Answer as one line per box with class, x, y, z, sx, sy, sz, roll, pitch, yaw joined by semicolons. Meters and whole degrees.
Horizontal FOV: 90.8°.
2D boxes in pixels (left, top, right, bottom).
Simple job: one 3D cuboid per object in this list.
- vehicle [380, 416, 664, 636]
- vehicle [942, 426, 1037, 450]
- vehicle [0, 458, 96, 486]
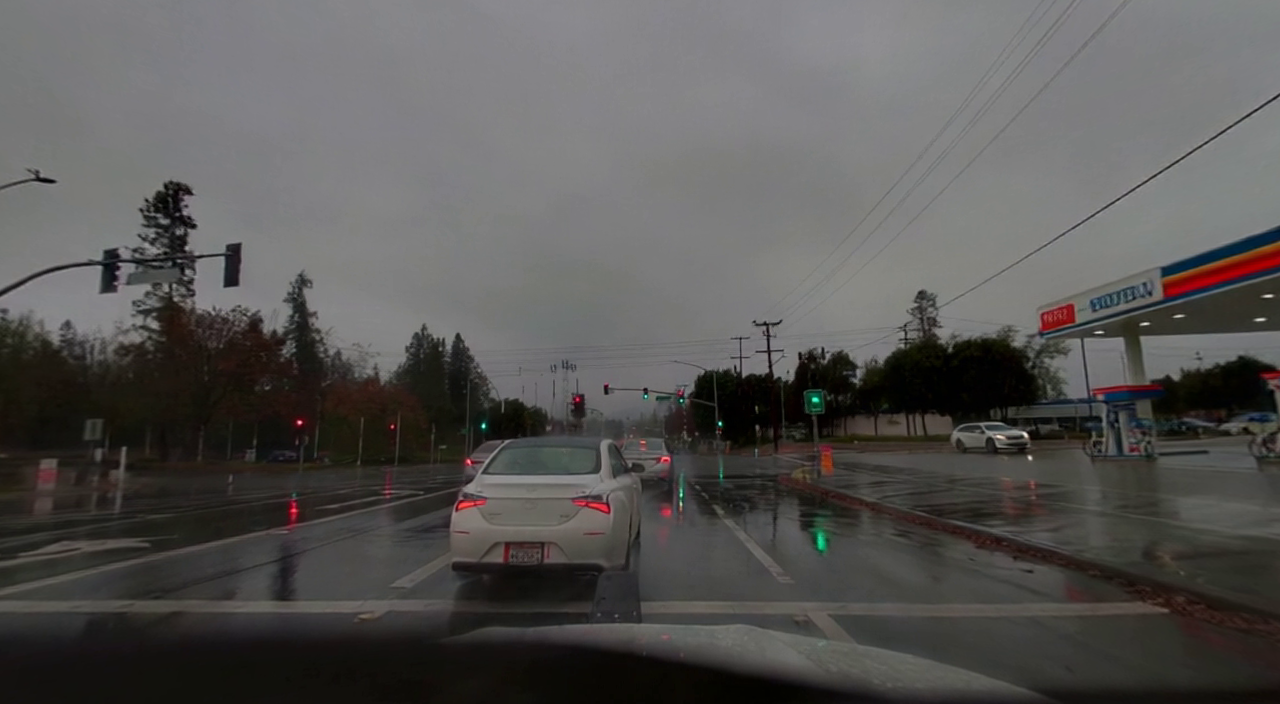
vehicle;-0.752;1.541;6.709;1.916;1.510;4.447;-1;-8;3
vehicle;22.428;5.531;40.639;4.874;1.502;2.048;0;-8;-1
vehicle;-35.122;6.990;37.079;1.796;1.440;4.802;-1;-8;4
